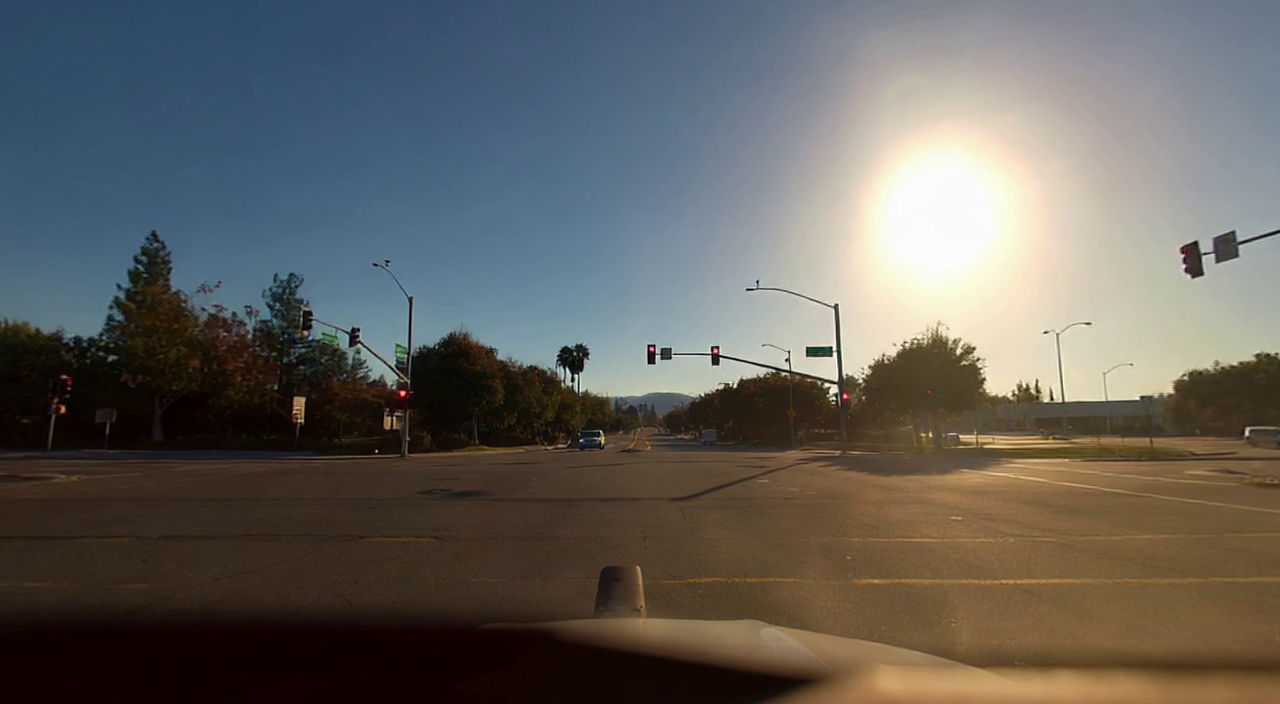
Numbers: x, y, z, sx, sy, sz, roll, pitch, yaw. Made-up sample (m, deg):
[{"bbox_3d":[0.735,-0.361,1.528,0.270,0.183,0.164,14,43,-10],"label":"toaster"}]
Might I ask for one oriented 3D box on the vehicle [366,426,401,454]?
[{"bbox_3d":[-20.018,6.860,48.876,1.873,2.079,2.879,5,-10,-33],"label":"vehicle"}]
